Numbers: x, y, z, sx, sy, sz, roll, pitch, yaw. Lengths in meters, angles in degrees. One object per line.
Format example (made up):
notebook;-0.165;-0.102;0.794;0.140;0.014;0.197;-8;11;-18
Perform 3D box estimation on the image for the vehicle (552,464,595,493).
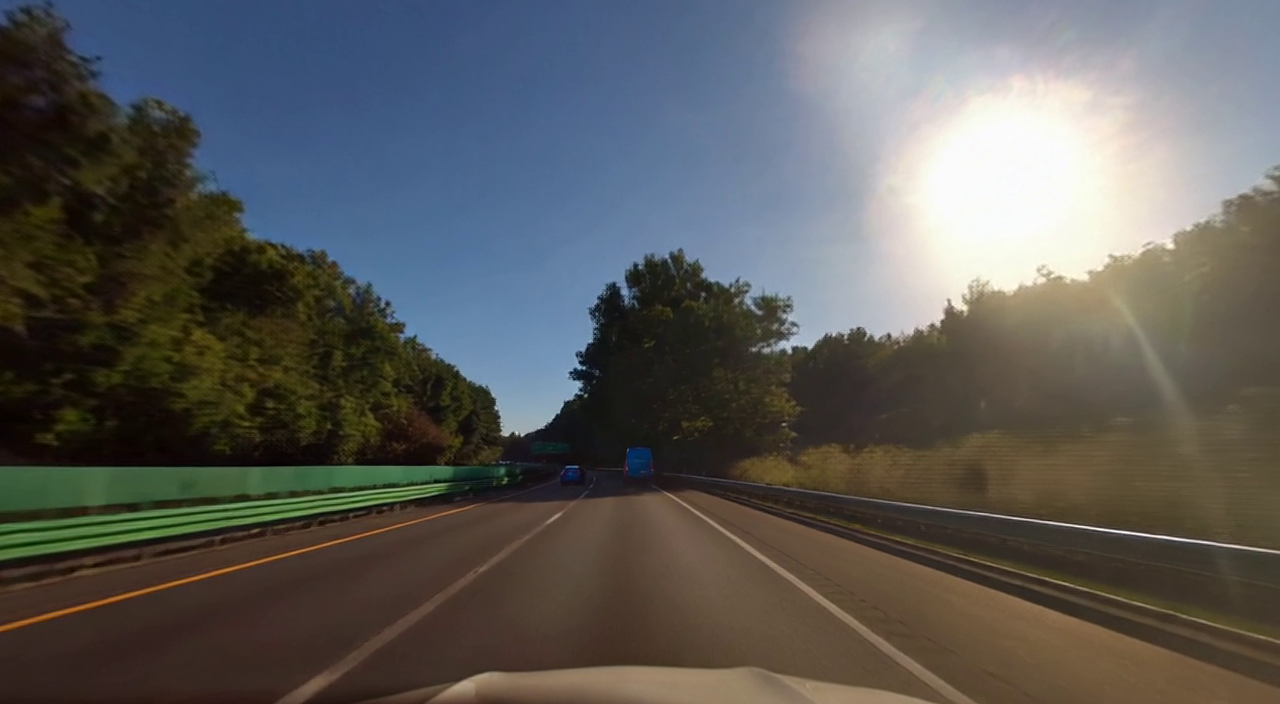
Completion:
vehicle;-3.725;7.185;35.853;2.038;1.490;4.391;1;-11;-1
